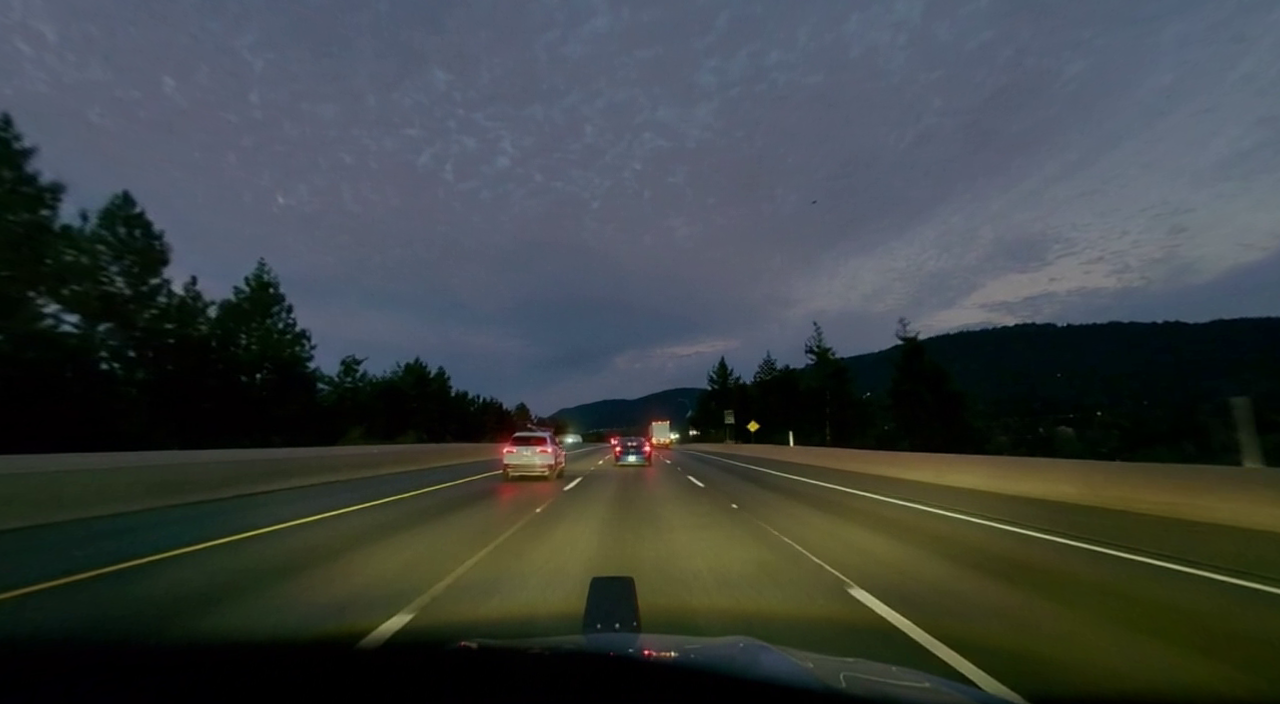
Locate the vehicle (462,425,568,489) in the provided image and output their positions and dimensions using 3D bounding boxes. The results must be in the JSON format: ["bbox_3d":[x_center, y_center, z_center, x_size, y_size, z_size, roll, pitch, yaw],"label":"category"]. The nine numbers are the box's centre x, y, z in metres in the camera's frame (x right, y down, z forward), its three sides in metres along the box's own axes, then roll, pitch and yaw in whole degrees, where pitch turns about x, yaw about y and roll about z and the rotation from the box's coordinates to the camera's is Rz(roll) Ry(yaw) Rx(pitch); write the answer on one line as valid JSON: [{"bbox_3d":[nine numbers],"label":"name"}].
[{"bbox_3d":[-3.633,3.158,19.268,2.264,1.699,4.648,0,-8,0],"label":"vehicle"}]

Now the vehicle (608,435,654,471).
[{"bbox_3d":[-0.435,4.782,30.091,2.048,1.563,4.087,0,-8,-1],"label":"vehicle"}]
